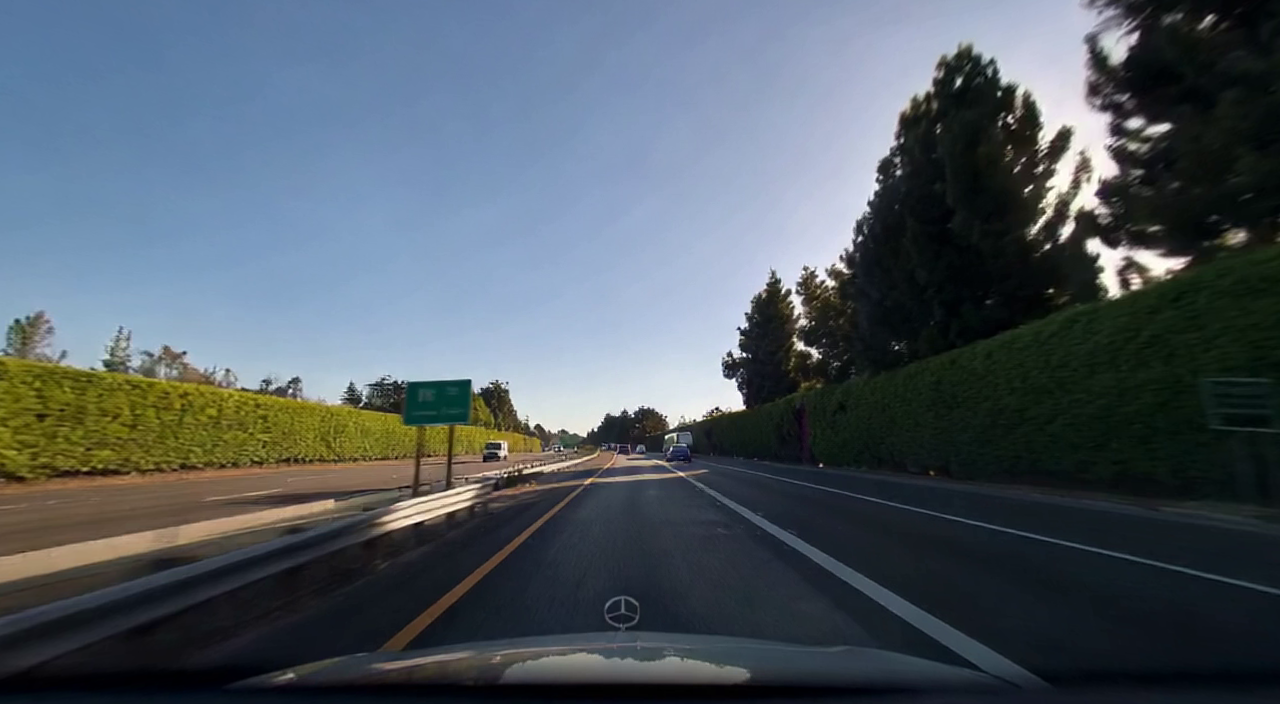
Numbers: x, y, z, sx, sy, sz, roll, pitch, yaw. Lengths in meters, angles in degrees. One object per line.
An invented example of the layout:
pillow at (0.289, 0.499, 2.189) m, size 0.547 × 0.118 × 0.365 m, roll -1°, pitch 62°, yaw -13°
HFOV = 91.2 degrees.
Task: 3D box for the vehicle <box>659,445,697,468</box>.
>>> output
vehicle at (2.588, 7.247, 43.613) m, size 2.244 × 1.498 × 4.338 m, roll 0°, pitch -9°, yaw -2°
